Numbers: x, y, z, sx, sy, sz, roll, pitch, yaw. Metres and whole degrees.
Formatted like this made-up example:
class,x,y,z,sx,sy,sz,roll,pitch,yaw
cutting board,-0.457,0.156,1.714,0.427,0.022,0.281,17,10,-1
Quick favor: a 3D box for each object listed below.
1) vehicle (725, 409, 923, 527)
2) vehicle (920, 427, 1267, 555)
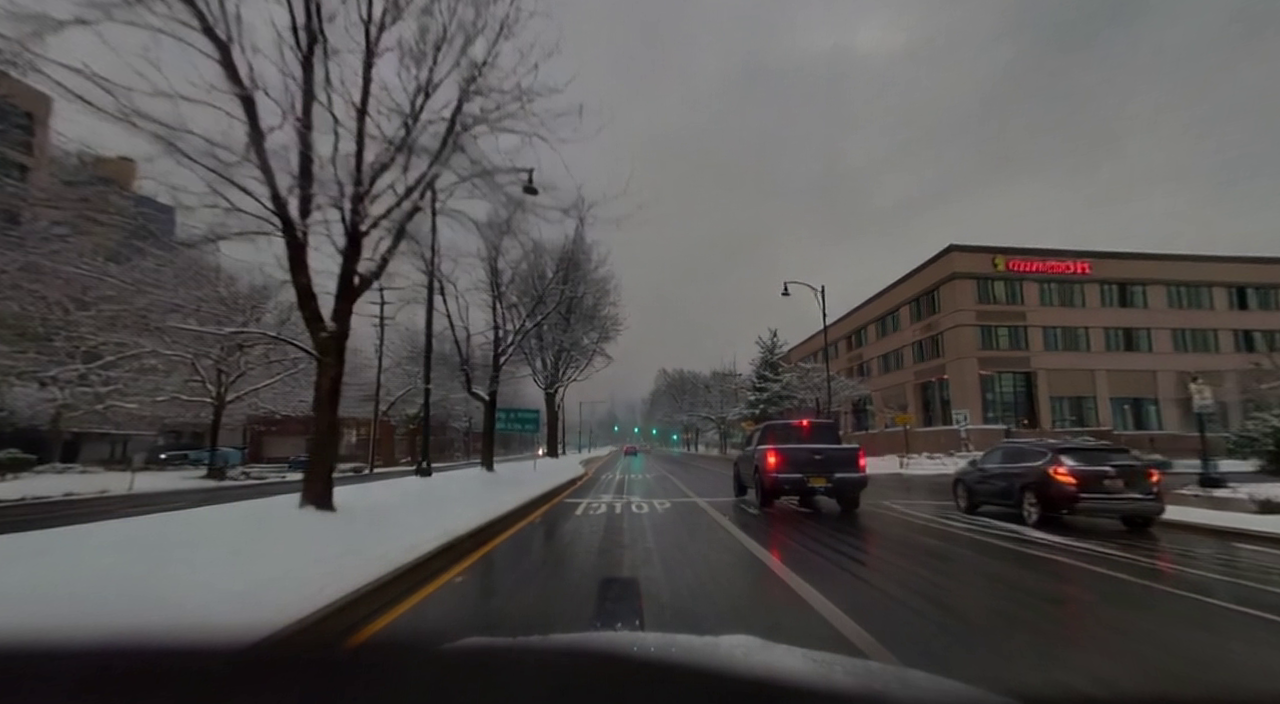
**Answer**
class,x,y,z,sx,sy,sz,roll,pitch,yaw
vehicle,3.473,2.357,13.357,2.505,1.971,5.162,0,-9,-1
vehicle,6.616,2.062,10.239,2.088,1.524,5.085,-1,-9,4
